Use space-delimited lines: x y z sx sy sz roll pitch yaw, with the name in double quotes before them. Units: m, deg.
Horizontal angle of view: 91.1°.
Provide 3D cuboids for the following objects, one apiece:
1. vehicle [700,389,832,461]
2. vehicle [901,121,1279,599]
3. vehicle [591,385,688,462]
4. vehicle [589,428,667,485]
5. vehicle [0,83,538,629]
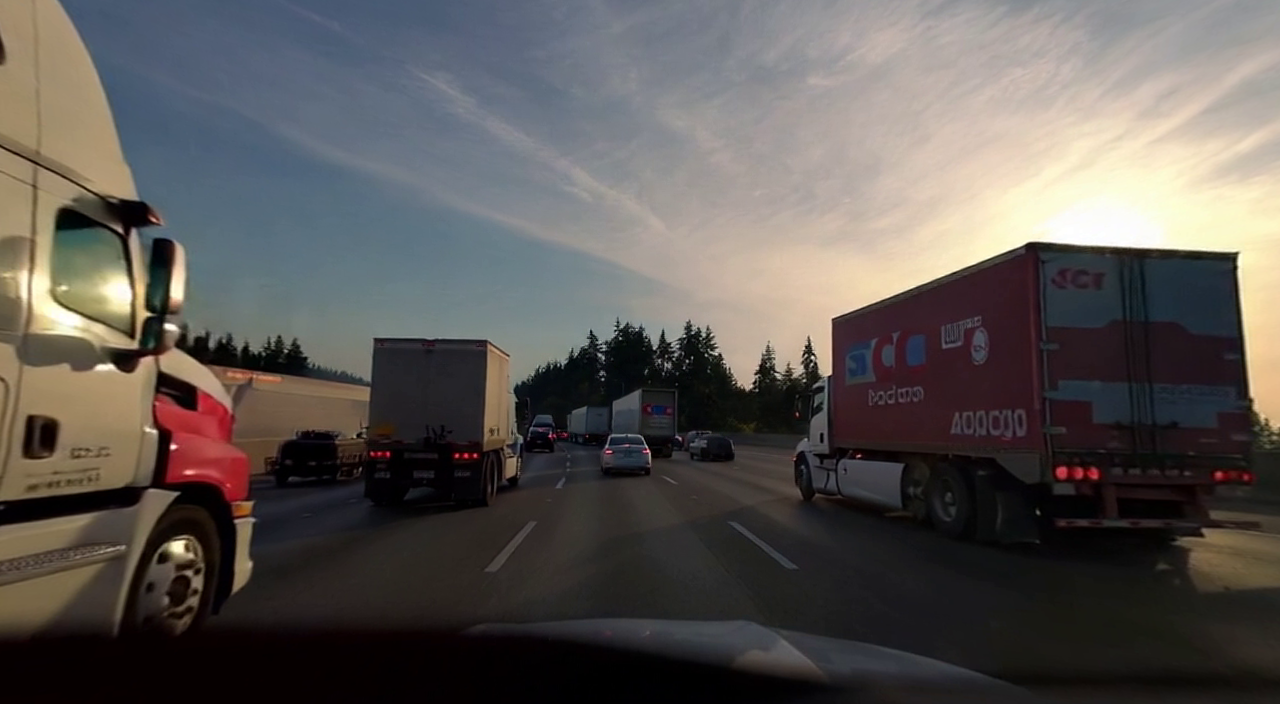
"vehicle" 7.785 4.925 41.602 2.866 4.057 11.808 3 -8 -19
"vehicle" 7.233 -0.085 4.414 2.758 4.032 11.419 3 -8 -20
"vehicle" -0.526 4.793 40.878 2.899 4.112 13.912 2 -8 -15
"vehicle" -0.491 3.151 19.406 2.060 1.540 4.374 1 -8 -5
"vehicle" -3.813 0.607 9.417 2.919 3.779 10.307 0 -8 0
